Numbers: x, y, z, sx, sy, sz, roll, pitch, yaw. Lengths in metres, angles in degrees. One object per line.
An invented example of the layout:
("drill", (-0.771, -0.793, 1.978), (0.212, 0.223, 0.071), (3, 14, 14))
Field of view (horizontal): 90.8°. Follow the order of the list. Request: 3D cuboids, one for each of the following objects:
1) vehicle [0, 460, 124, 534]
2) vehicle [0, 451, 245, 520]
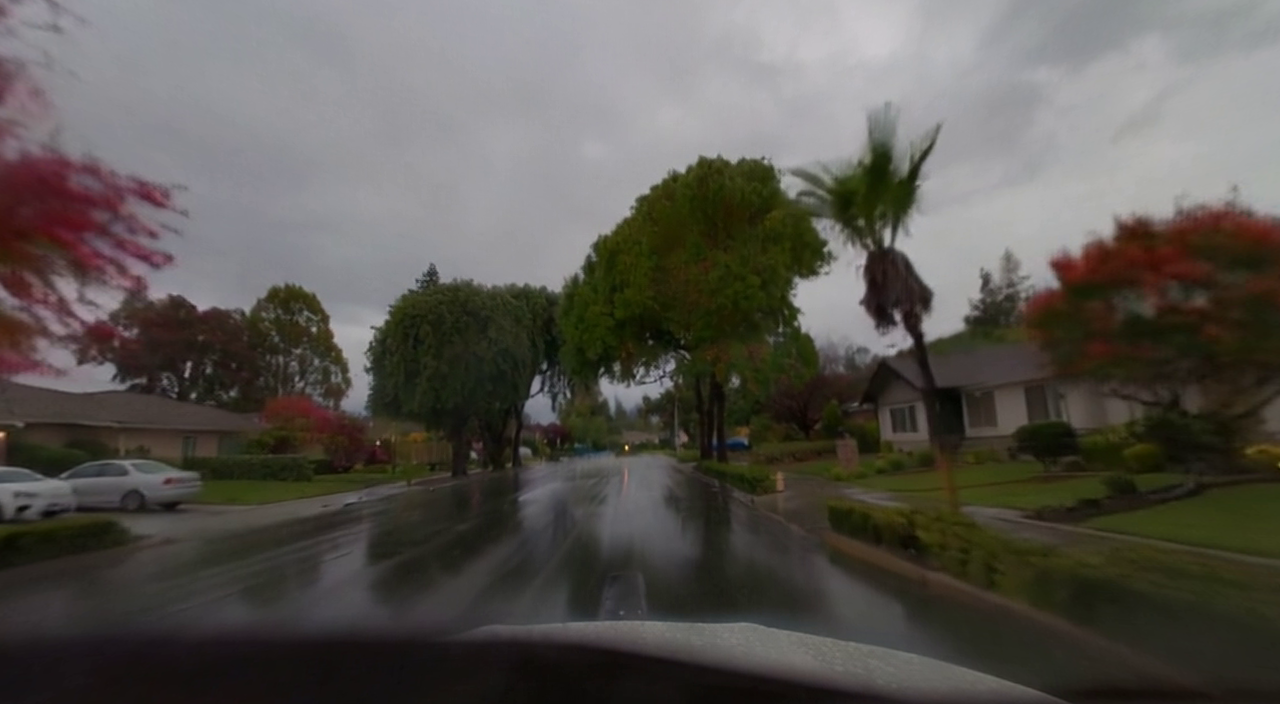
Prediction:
("vehicle", (-15.100, 3.302, 14.631), (4.358, 1.516, 2.077), (0, -9, -3))
("vehicle", (-14.363, 3.685, 17.787), (5.050, 1.774, 2.031), (0, -9, -2))
